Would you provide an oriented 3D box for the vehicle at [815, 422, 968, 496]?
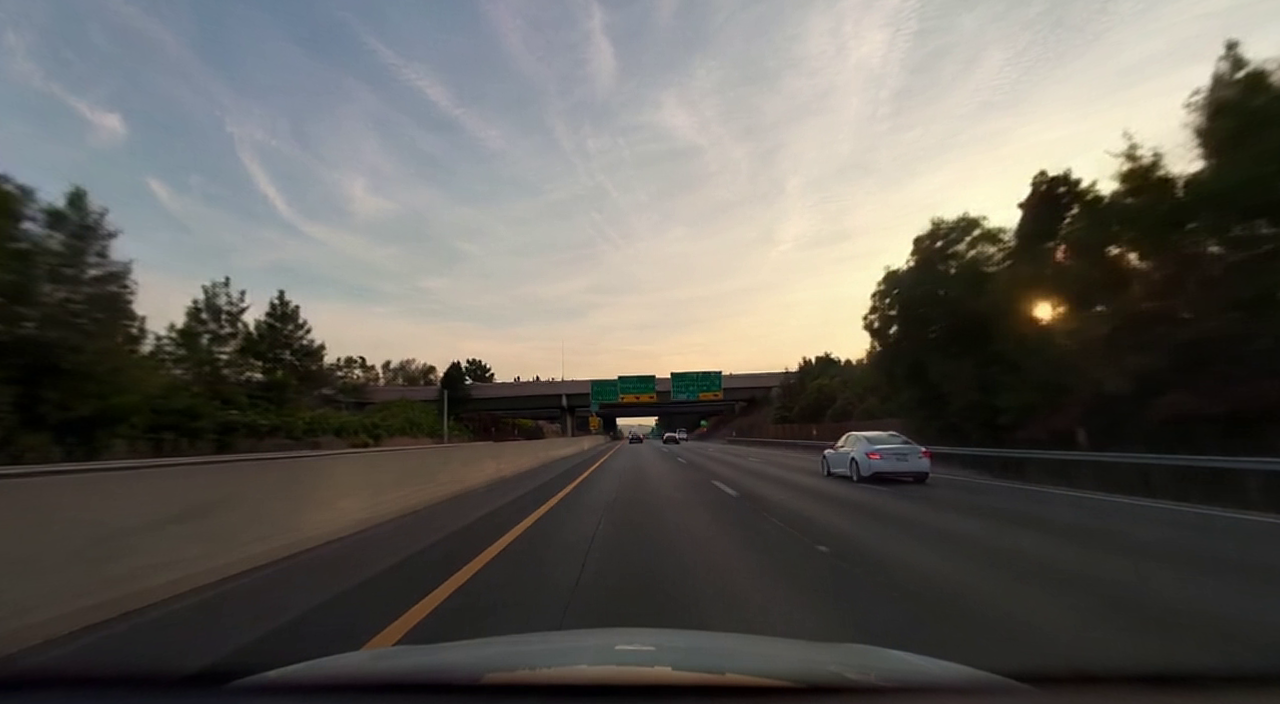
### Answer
[{"bbox_3d":[6.008,2.577,15.686,1.940,1.578,4.122,0,-8,-3],"label":"vehicle"}]
